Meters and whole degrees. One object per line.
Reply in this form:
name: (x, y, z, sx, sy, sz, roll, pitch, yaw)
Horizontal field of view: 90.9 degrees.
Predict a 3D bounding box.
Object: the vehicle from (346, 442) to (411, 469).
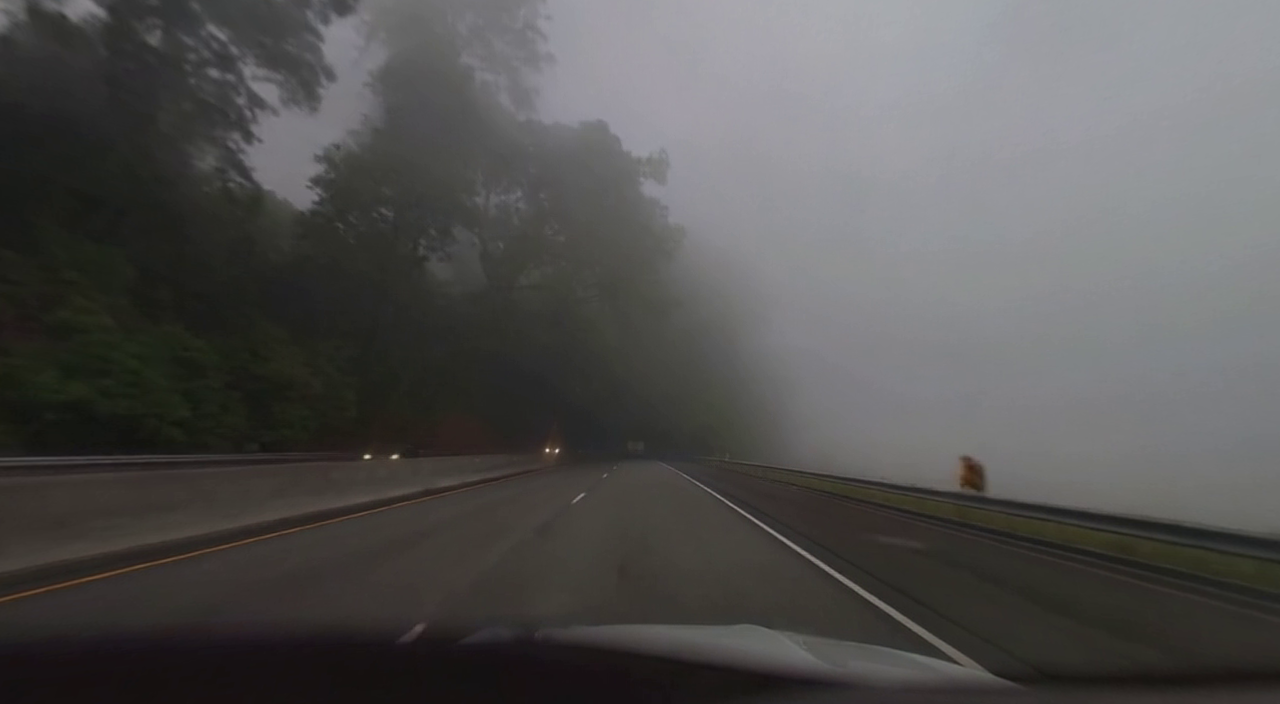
vehicle: (-14.992, 5.967, 36.414, 1.860, 1.472, 4.557, 0, -9, -1)
